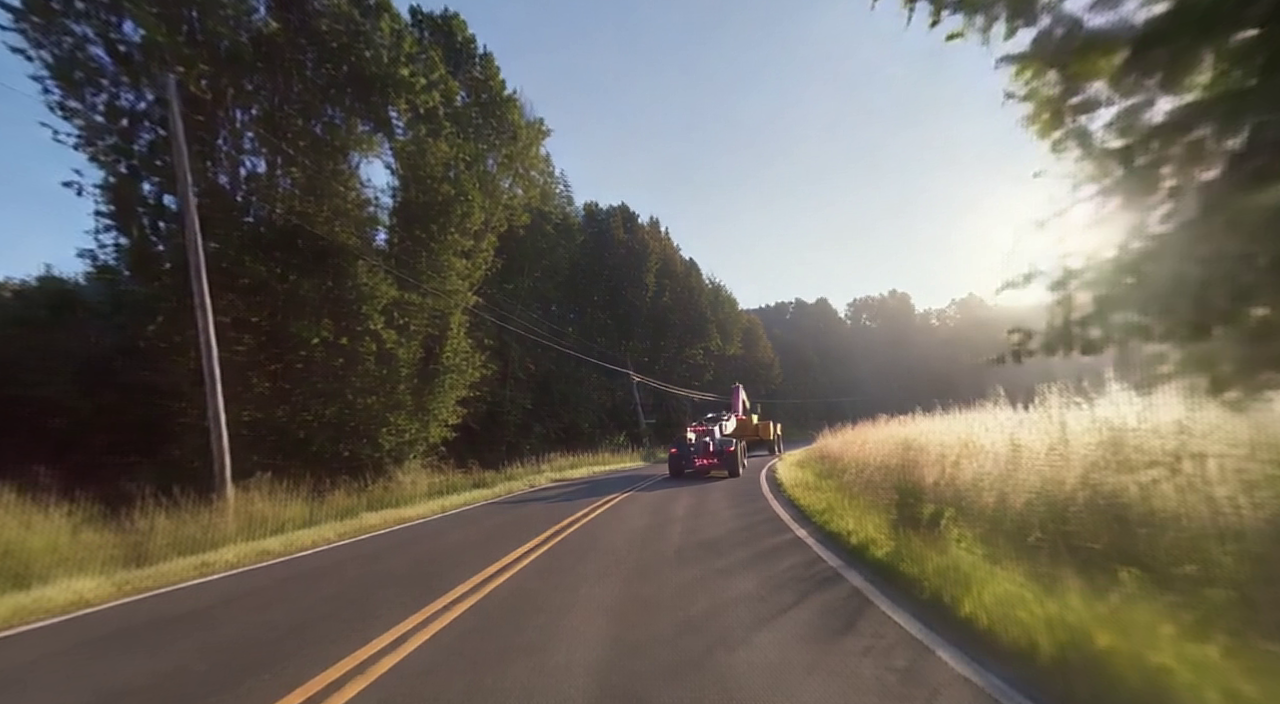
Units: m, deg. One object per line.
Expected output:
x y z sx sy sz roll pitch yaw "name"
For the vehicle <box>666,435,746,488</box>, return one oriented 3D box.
2.133 3.401 19.857 2.196 1.465 4.294 -1 -8 8 "vehicle"
